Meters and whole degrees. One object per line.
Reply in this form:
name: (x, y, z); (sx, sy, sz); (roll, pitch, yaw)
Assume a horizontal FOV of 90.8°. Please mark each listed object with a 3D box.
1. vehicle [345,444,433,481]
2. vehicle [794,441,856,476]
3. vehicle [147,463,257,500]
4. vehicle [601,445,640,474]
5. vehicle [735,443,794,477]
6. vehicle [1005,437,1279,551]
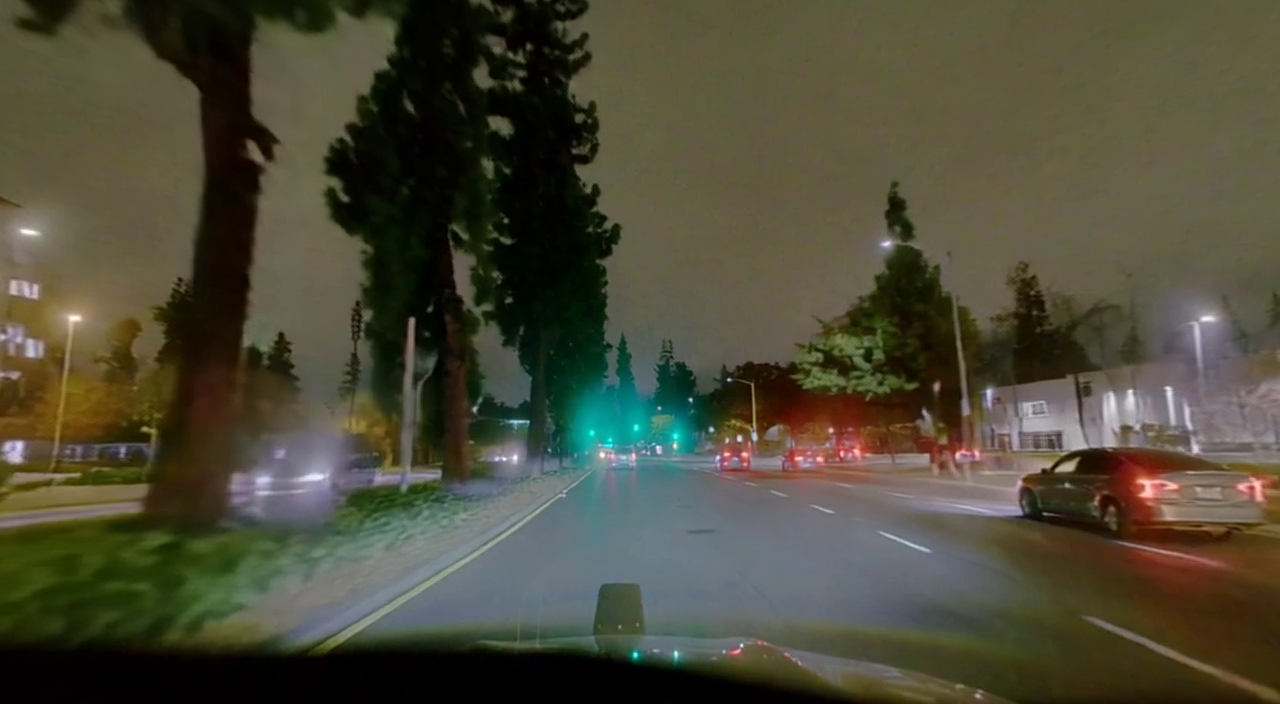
vehicle: (-15.157, 6.668, 38.660); (2.879, 2.048, 5.861); (0, -8, 1)
vehicle: (9.528, 5.488, 32.846); (1.945, 1.687, 4.292); (0, -8, 0)
vehicle: (-18.727, 5.524, 27.238); (1.769, 1.344, 3.947); (0, -8, 3)
vehicle: (-1.051, 5.958, 35.314); (2.077, 1.477, 3.897); (0, -8, -1)
vehicle: (5.796, 5.062, 29.803); (2.020, 1.472, 3.958); (0, -8, 1)
vehicle: (8.572, 2.253, 10.861); (1.888, 1.508, 4.646); (0, -8, 2)
